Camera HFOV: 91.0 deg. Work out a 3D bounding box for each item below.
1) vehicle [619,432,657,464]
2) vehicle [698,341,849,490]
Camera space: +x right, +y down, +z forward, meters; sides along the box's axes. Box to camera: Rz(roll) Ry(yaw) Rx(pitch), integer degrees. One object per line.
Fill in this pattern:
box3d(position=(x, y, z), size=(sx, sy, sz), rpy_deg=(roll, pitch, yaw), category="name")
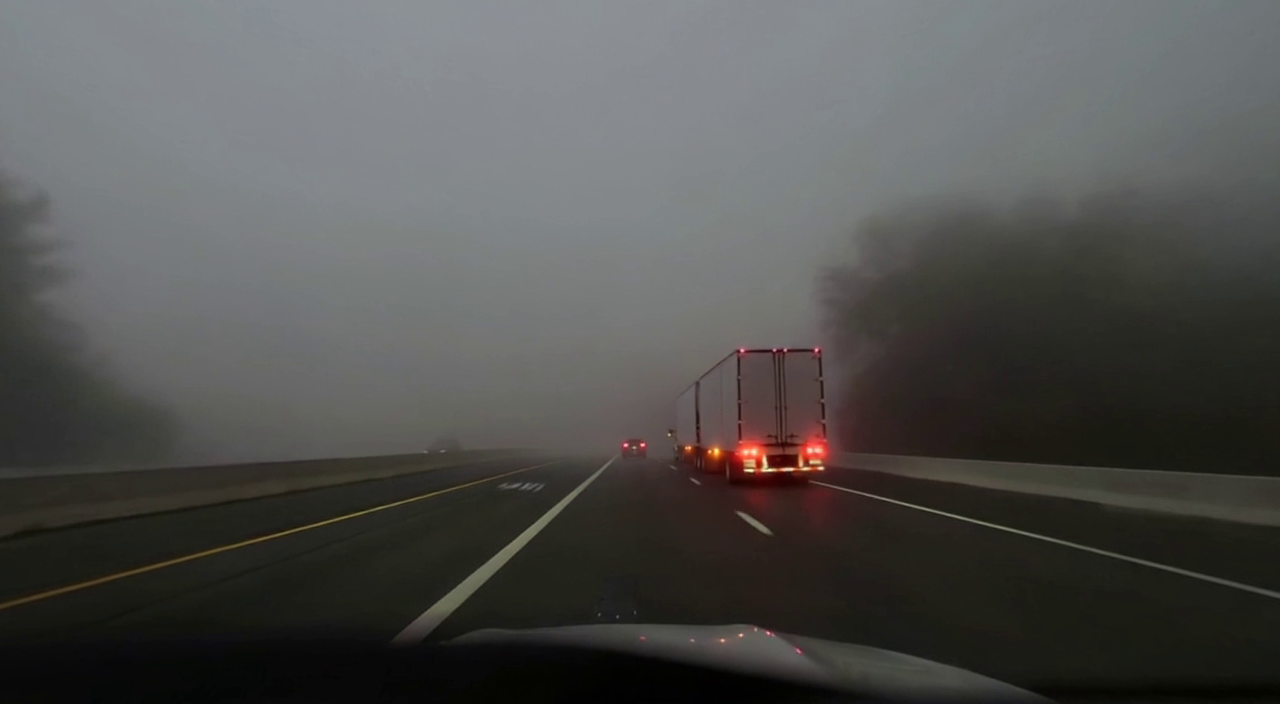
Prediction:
box3d(position=(-0.188, 6.628, 43.564), size=(2.456, 2.007, 4.728), rpy_deg=(0, -8, -1), category="vehicle")
box3d(position=(3.929, 2.274, 21.108), size=(2.967, 3.961, 8.660), rpy_deg=(0, -8, -1), category="vehicle")
